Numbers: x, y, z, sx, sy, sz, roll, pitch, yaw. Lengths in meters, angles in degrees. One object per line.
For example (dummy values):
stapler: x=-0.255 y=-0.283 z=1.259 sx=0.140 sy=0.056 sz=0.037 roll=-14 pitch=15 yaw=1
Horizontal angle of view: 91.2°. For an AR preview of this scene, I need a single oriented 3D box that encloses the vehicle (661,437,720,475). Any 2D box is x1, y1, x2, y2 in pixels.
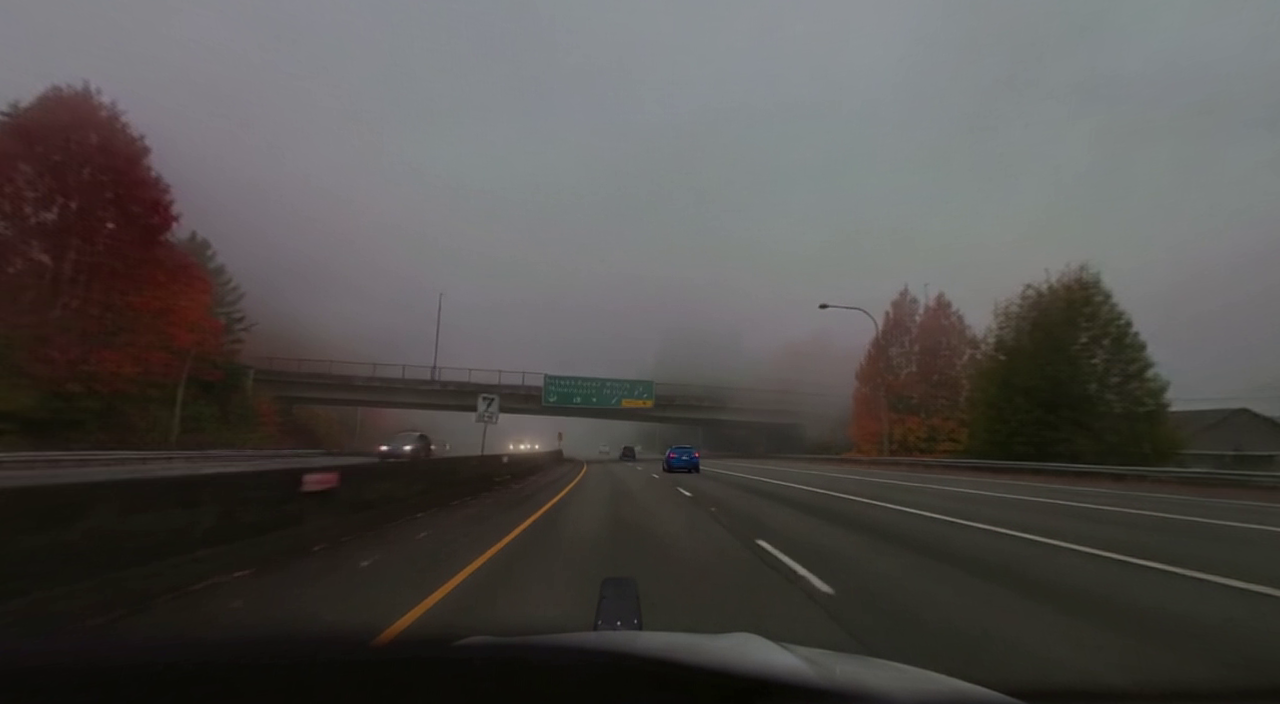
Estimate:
vehicle: x=2.307 y=4.978 z=30.072 sx=2.337 sy=1.633 sz=4.222 roll=0 pitch=-9 yaw=-2
